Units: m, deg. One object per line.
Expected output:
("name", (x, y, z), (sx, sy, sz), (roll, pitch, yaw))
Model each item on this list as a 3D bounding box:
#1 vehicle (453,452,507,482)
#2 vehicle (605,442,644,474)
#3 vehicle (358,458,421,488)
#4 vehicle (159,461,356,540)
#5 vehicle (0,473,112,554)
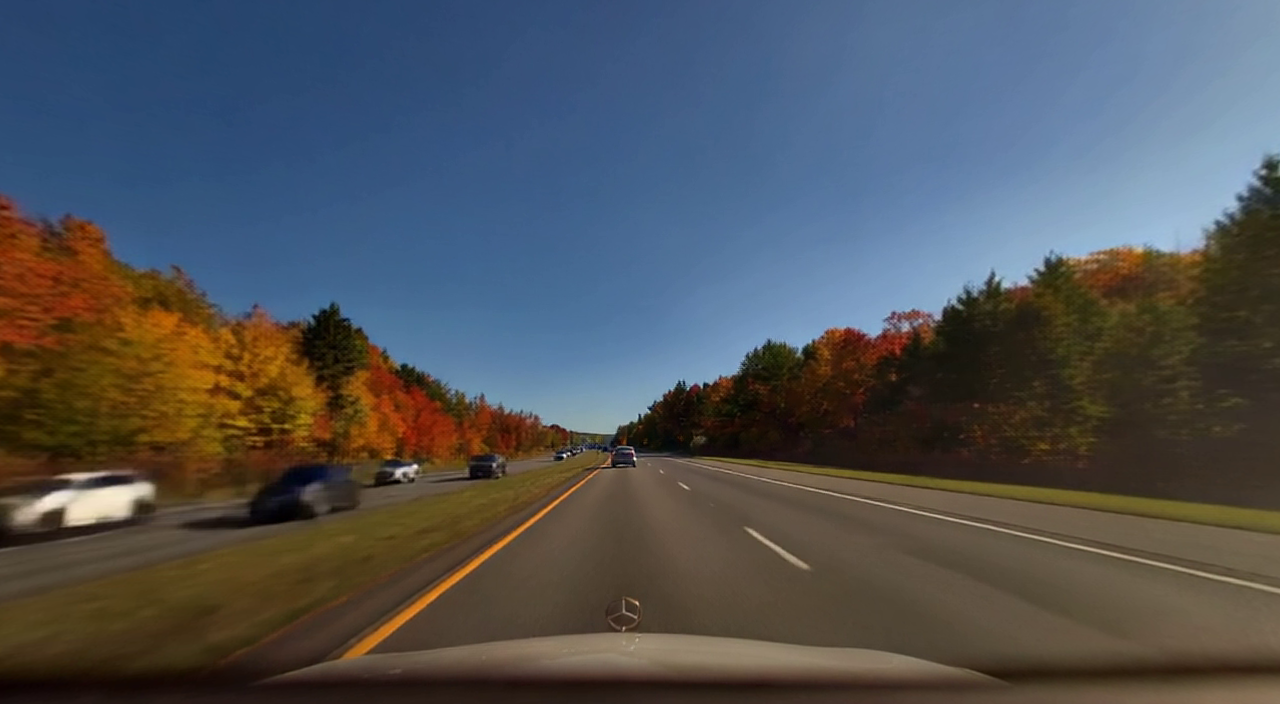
("vehicle", (-9.374, 6.755, 37.181), (2.076, 1.635, 4.399), (0, -9, 0))
("vehicle", (-0.882, 6.160, 36.565), (2.168, 1.705, 4.272), (0, -9, -1))
("vehicle", (-14.390, 6.936, 36.194), (1.935, 1.549, 4.209), (0, -9, -1))
("vehicle", (-8.970, 3.476, 15.312), (1.933, 1.527, 4.642), (0, -9, -1))
("vehicle", (-13.570, 3.356, 13.057), (1.845, 1.474, 3.768), (0, -9, -1))
